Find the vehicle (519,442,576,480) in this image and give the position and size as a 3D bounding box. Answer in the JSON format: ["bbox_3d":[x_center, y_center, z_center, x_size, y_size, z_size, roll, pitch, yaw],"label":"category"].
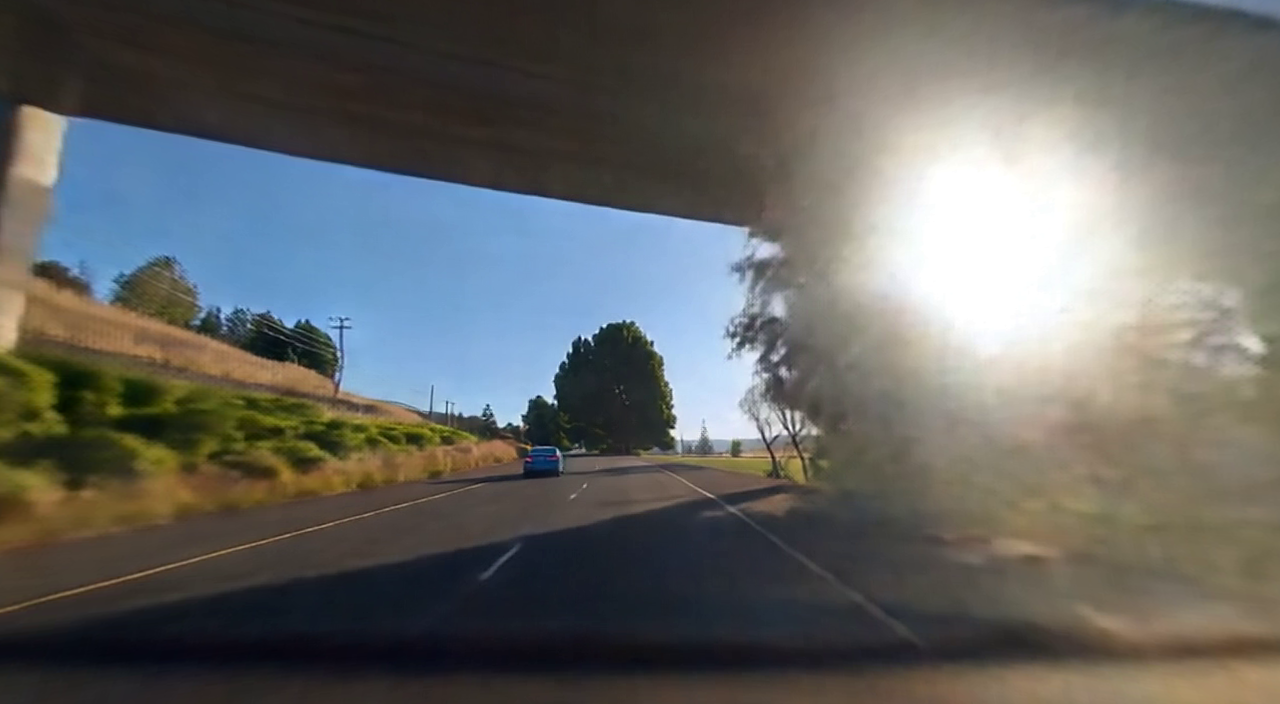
[{"bbox_3d":[-3.943,4.715,27.617,1.968,1.503,4.443,0,-8,-1],"label":"vehicle"}]
